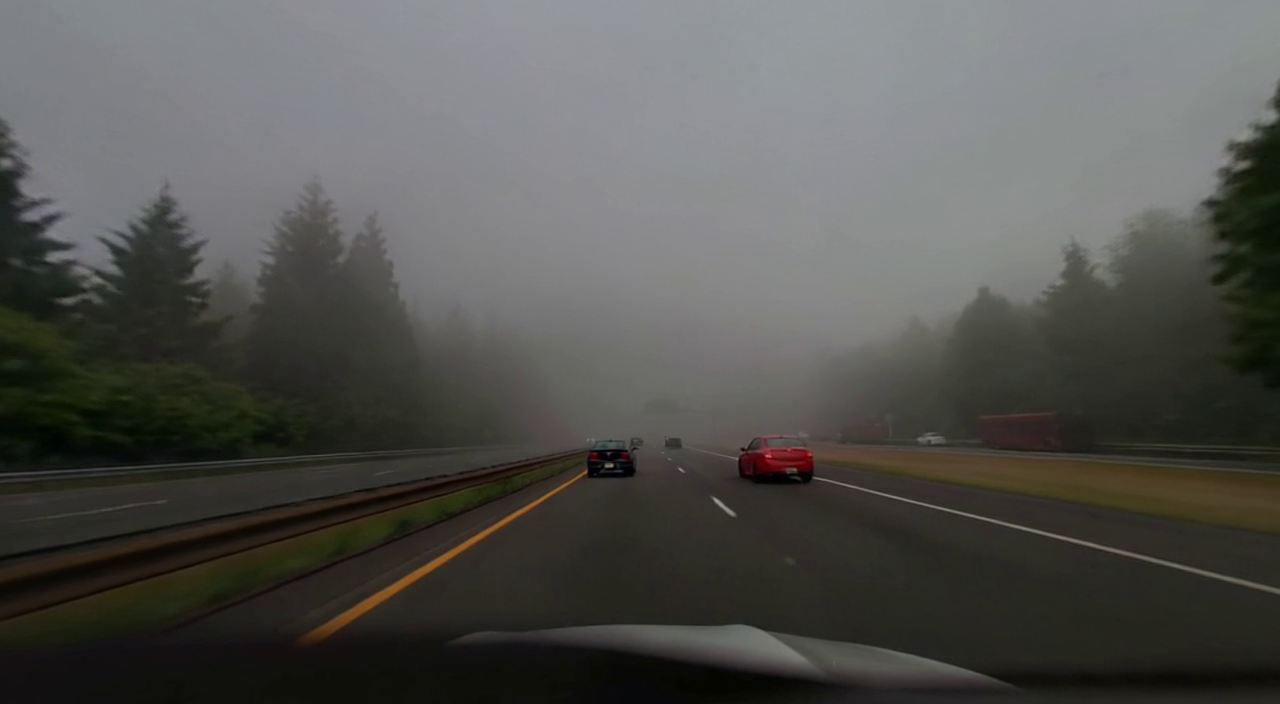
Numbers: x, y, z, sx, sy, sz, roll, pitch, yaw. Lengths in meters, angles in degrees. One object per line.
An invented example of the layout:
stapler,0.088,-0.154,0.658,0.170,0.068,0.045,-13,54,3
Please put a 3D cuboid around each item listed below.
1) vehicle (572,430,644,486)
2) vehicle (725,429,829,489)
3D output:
vehicle,-0.841,3.070,18.606,1.897,1.479,3.724,0,-8,0
vehicle,3.821,3.038,18.347,2.010,1.508,4.285,0,-8,-1
